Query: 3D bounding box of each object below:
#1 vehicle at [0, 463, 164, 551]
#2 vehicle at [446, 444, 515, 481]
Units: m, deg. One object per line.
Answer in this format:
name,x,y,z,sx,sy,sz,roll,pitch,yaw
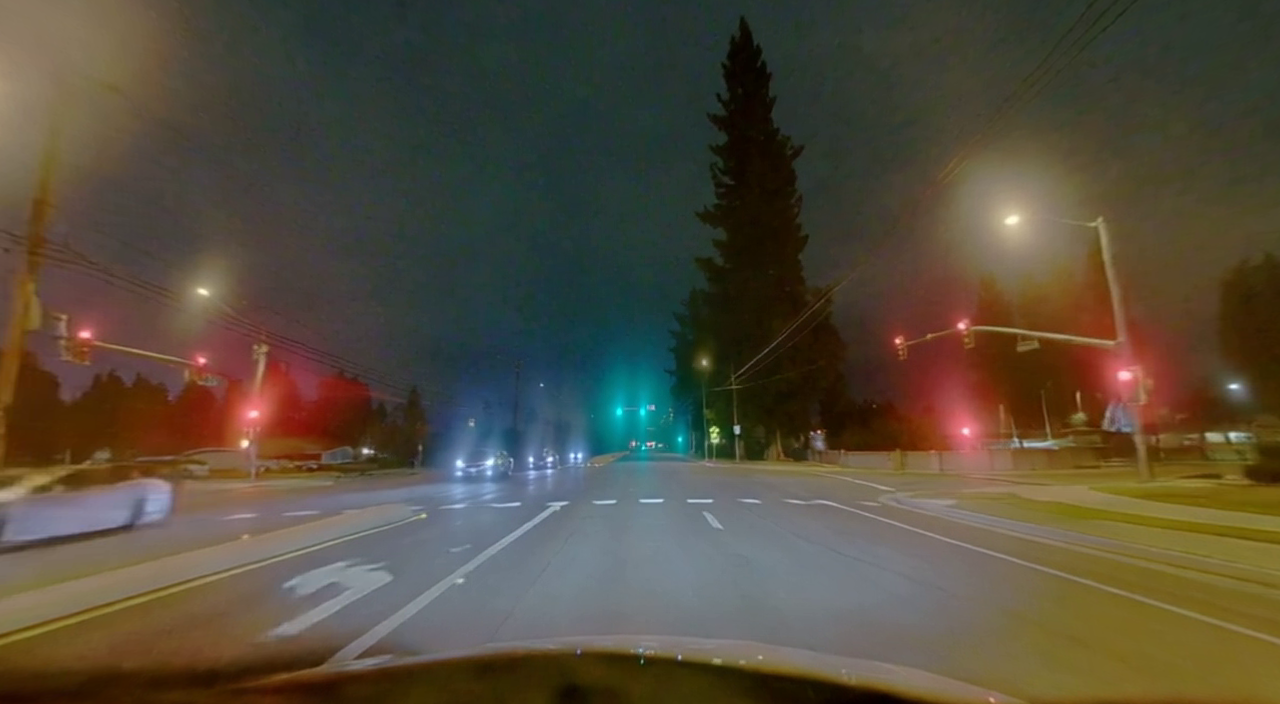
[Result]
vehicle,-12.199,3.030,12.729,1.825,1.435,4.211,0,-8,0
vehicle,-8.528,5.930,34.301,2.206,1.836,5.559,-1,-8,2
